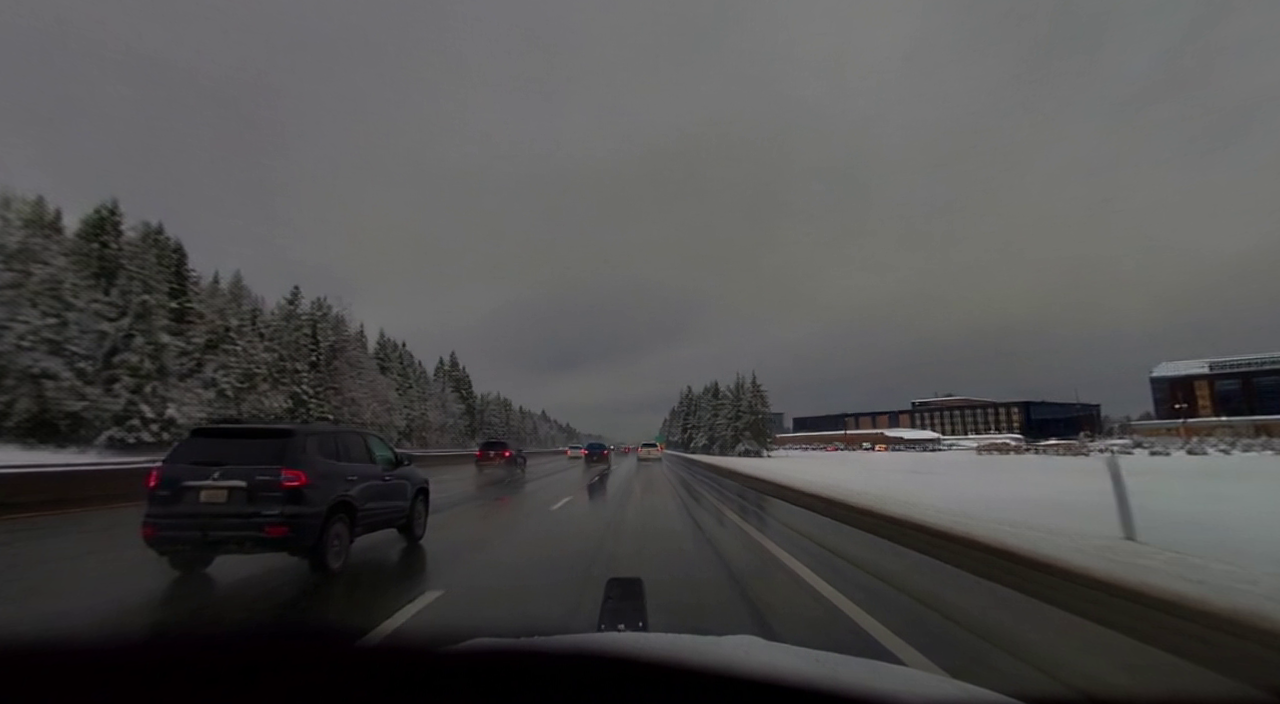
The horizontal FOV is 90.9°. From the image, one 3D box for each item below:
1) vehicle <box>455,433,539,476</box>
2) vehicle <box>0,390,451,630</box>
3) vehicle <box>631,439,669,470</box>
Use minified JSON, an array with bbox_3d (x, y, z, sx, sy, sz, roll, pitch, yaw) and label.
[{"bbox_3d":[-6.856,4.993,31.052,2.521,1.901,5.988,0,-8,2],"label":"vehicle"},{"bbox_3d":[-3.997,1.495,7.058,2.136,1.718,4.873,0,-8,1],"label":"vehicle"},{"bbox_3d":[0.563,6.176,38.280,2.135,1.697,4.757,0,-8,0],"label":"vehicle"}]
